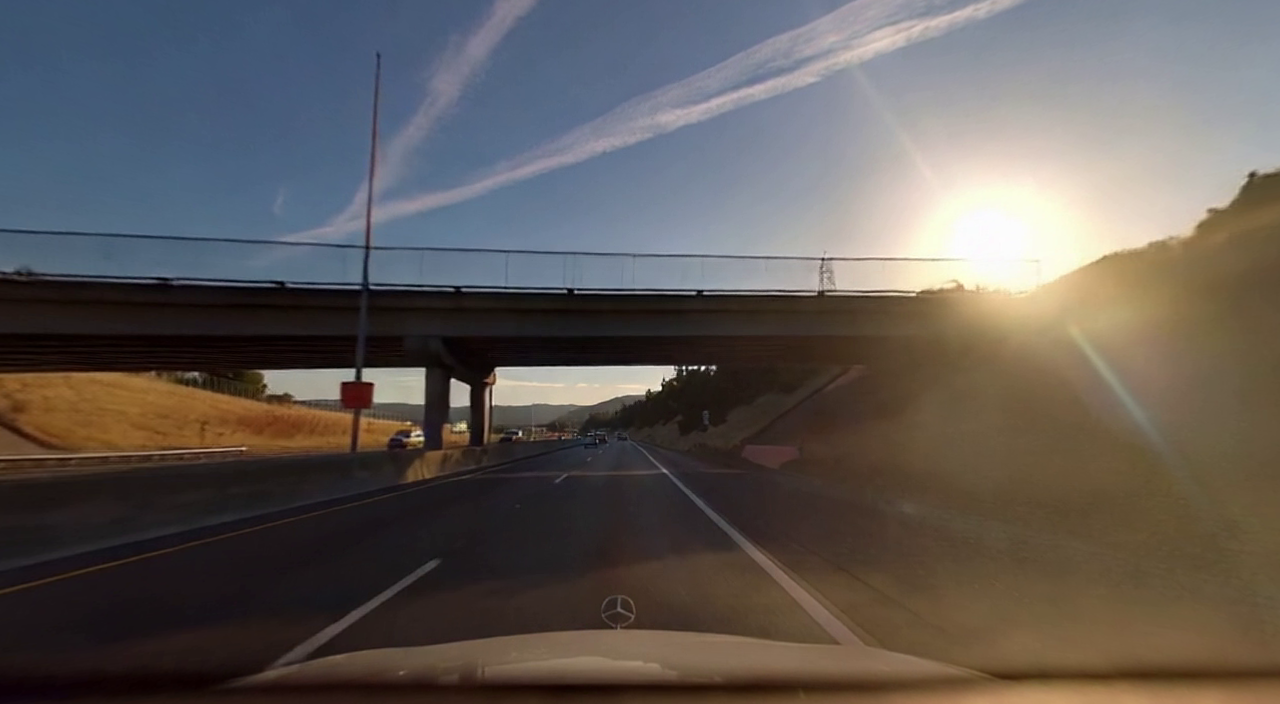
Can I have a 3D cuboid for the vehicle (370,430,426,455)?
[{"bbox_3d":[-15.783,5.911,41.265,1.879,1.483,4.596,0,-8,0],"label":"vehicle"}]
